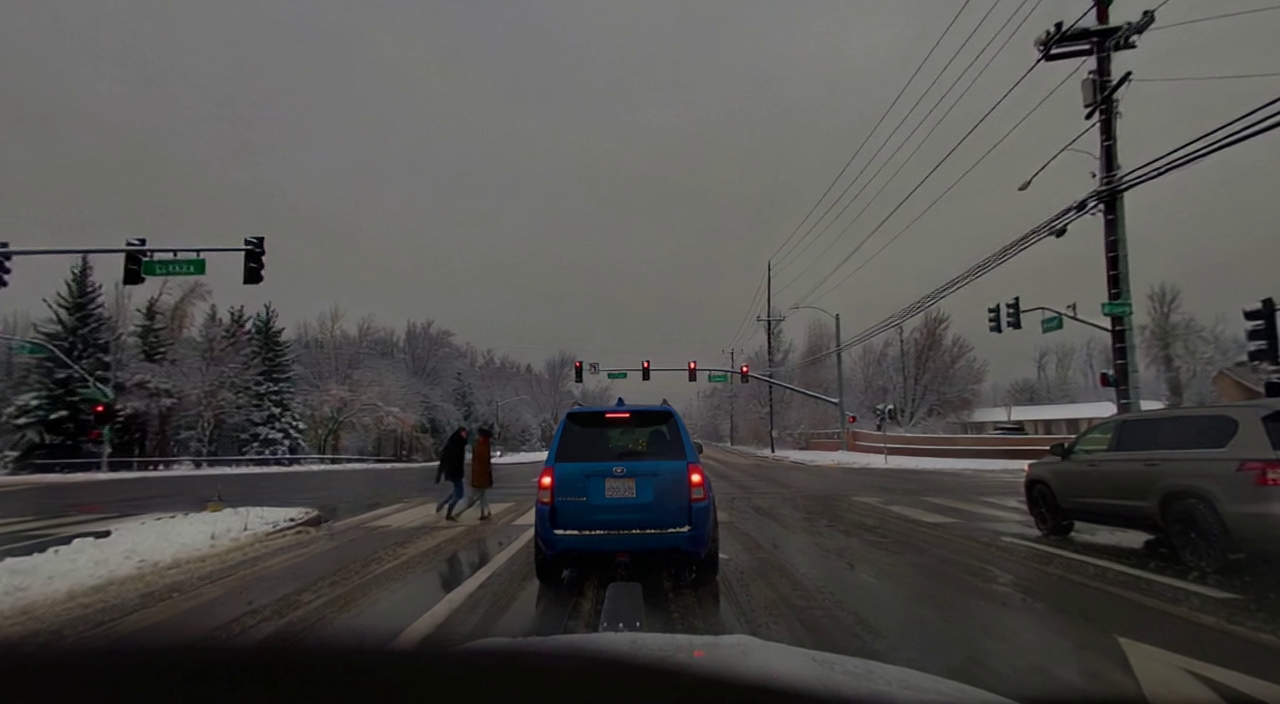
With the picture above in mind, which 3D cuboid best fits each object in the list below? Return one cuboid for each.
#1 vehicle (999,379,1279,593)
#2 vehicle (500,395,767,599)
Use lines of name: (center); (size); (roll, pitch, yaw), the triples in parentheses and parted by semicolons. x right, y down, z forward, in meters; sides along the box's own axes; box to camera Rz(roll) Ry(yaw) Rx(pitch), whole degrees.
vehicle: (6.595, 1.420, 7.217); (2.119, 1.827, 4.806); (0, -9, 0)
vehicle: (-0.087, 1.565, 7.639); (2.285, 1.729, 4.252); (0, -9, -1)
